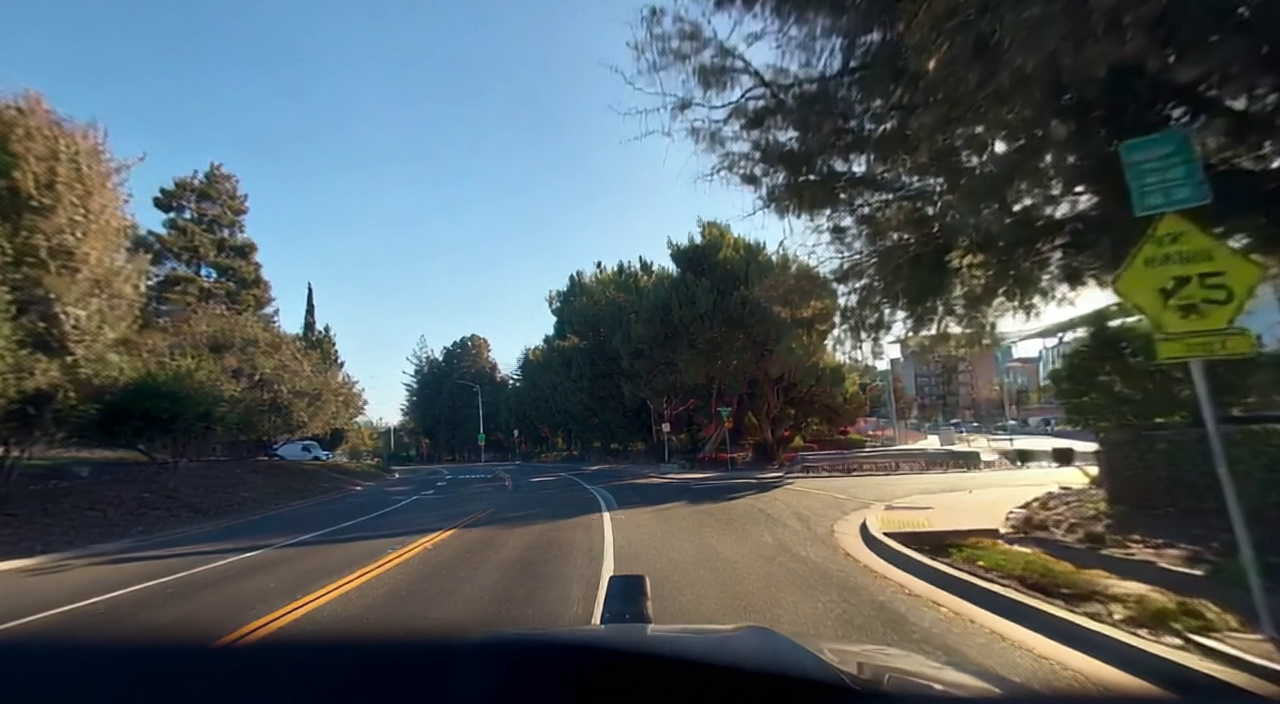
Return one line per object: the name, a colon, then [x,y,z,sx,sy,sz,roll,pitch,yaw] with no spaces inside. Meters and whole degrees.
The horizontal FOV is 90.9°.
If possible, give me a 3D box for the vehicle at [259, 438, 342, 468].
vehicle: [-24.016,7.128,44.647,4.699,1.996,2.116,-1,-9,9]
